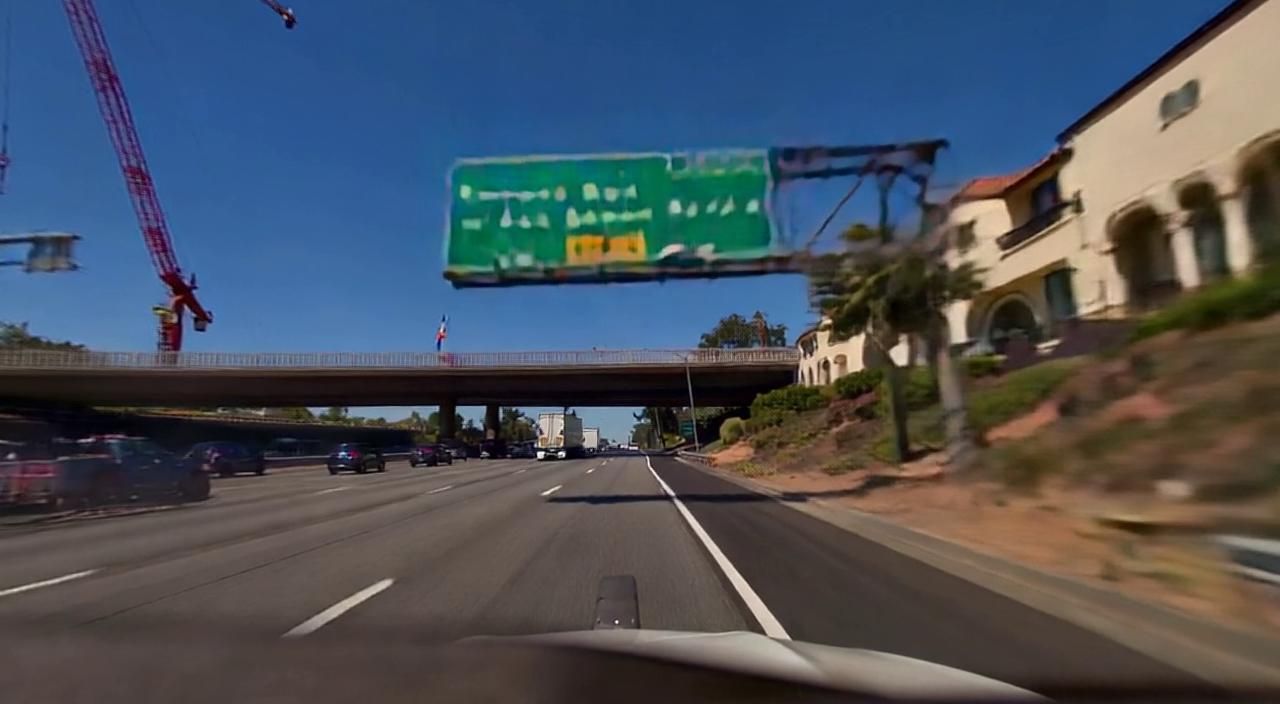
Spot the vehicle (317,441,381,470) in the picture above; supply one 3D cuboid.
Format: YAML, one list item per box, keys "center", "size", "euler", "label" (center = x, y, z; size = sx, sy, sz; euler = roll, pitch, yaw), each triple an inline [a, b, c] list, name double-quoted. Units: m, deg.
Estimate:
- center: [-18.846, 6.718, 41.136]
  size: [1.932, 1.752, 4.541]
  euler: [0, -9, 0]
  label: "vehicle"
